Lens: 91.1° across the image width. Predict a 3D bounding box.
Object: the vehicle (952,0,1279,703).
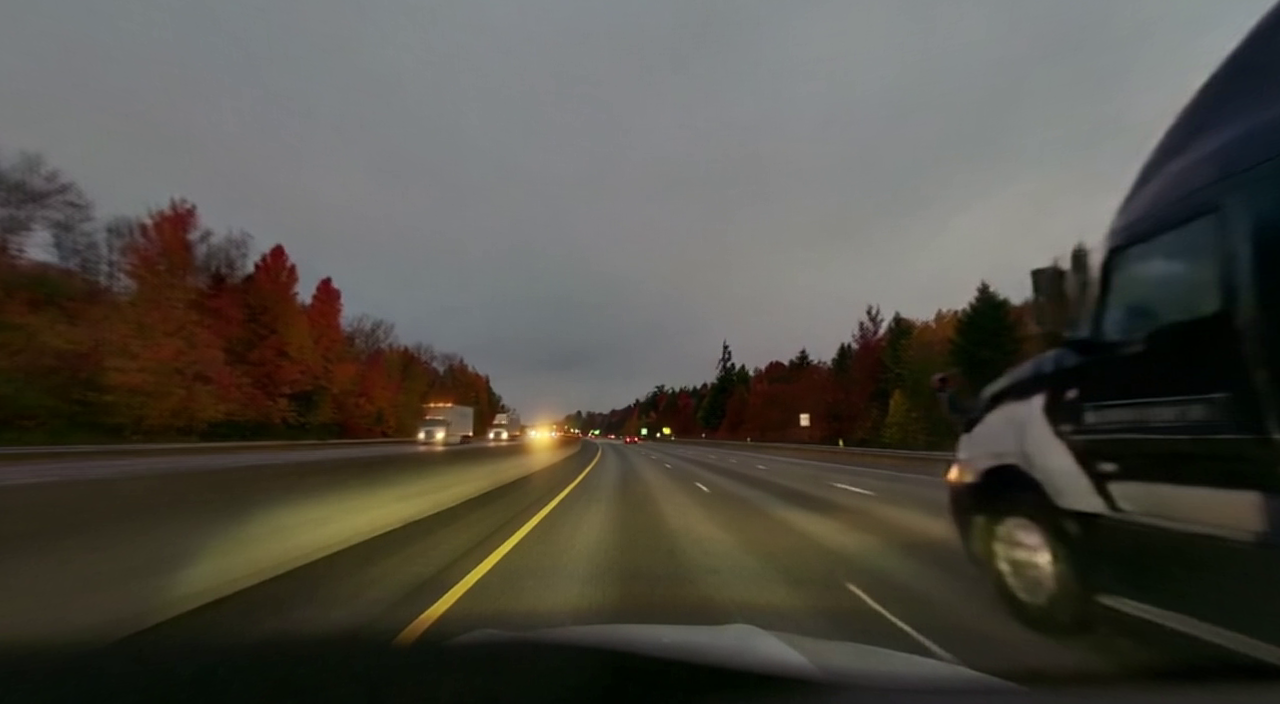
[{"bbox_3d":[3.801,-0.542,1.335,2.985,4.066,6.190,0,-8,0],"label":"vehicle"}]
